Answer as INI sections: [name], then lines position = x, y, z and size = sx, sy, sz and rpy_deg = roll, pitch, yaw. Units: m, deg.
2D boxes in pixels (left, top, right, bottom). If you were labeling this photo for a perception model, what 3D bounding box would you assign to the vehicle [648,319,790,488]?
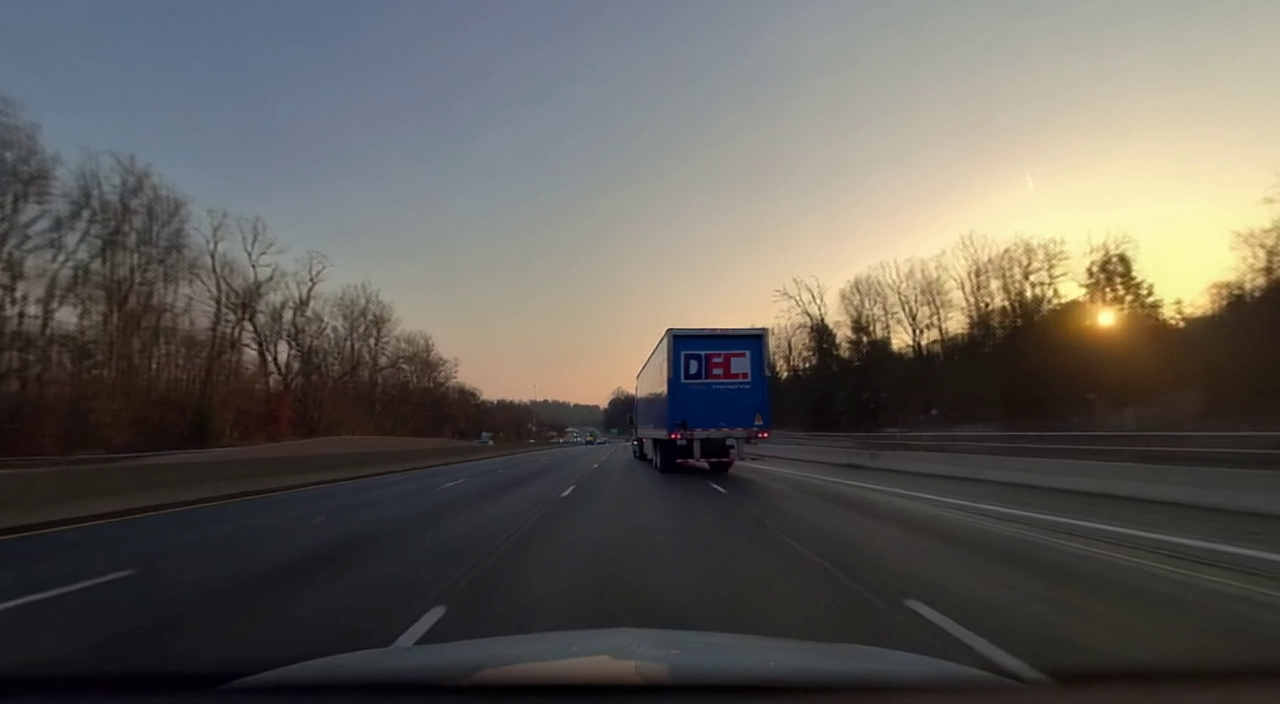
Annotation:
[vehicle]
position = 2.013, 1.852, 20.203
size = 3.011, 4.211, 8.926
rpy_deg = 0, -8, -2
